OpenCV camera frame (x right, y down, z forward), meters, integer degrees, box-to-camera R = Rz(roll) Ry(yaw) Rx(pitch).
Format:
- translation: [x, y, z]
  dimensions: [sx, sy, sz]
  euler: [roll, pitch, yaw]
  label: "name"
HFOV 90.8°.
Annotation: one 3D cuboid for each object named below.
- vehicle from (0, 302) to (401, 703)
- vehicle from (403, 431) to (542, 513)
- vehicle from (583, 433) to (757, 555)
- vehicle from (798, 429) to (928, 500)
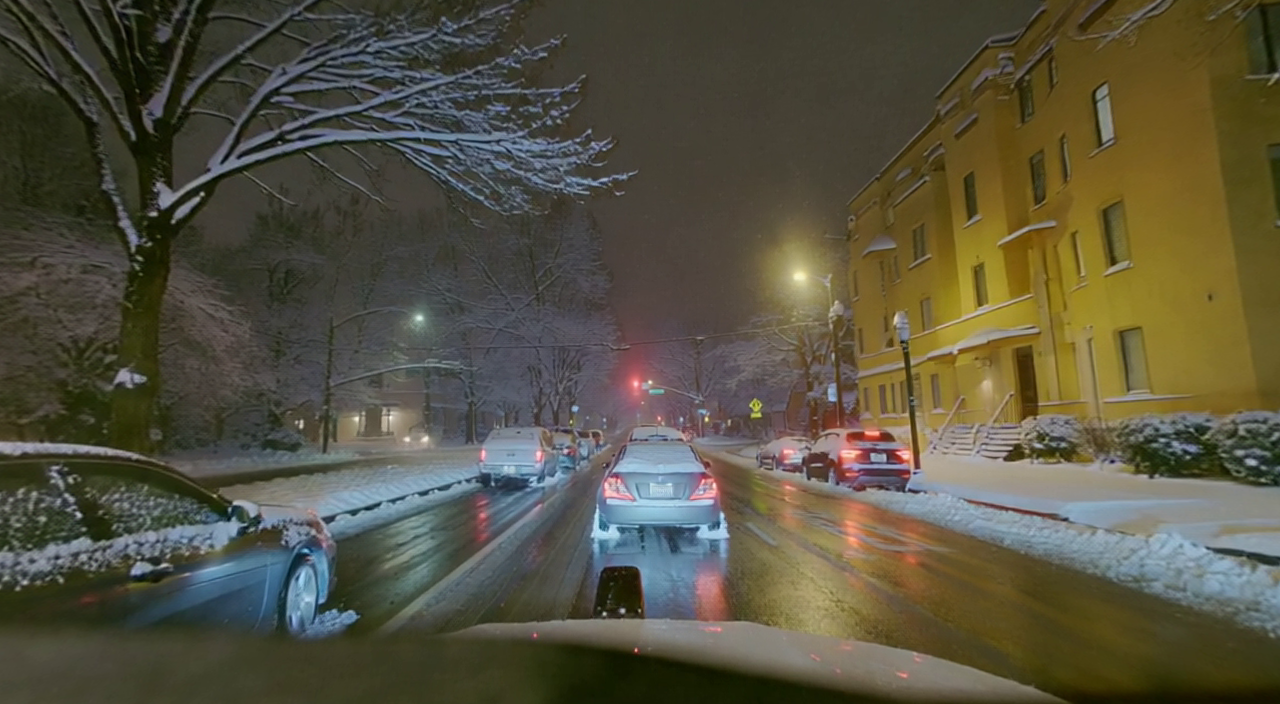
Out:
- translation: [-3.270, 0.932, 3.398]
  dimensions: [2.152, 1.802, 4.628]
  euler: [0, -9, 0]
  label: "vehicle"
- translation: [-3.509, 2.613, 14.245]
  dimensions: [1.901, 1.522, 4.556]
  euler: [0, -9, 0]
  label: "vehicle"
- translation: [0.268, 1.993, 9.578]
  dimensions: [2.095, 1.438, 3.843]
  euler: [0, -9, -3]
  label: "vehicle"
- translation: [6.340, 3.253, 18.676]
  dimensions: [2.025, 1.808, 4.579]
  euler: [0, -9, -2]
  label: "vehicle"
